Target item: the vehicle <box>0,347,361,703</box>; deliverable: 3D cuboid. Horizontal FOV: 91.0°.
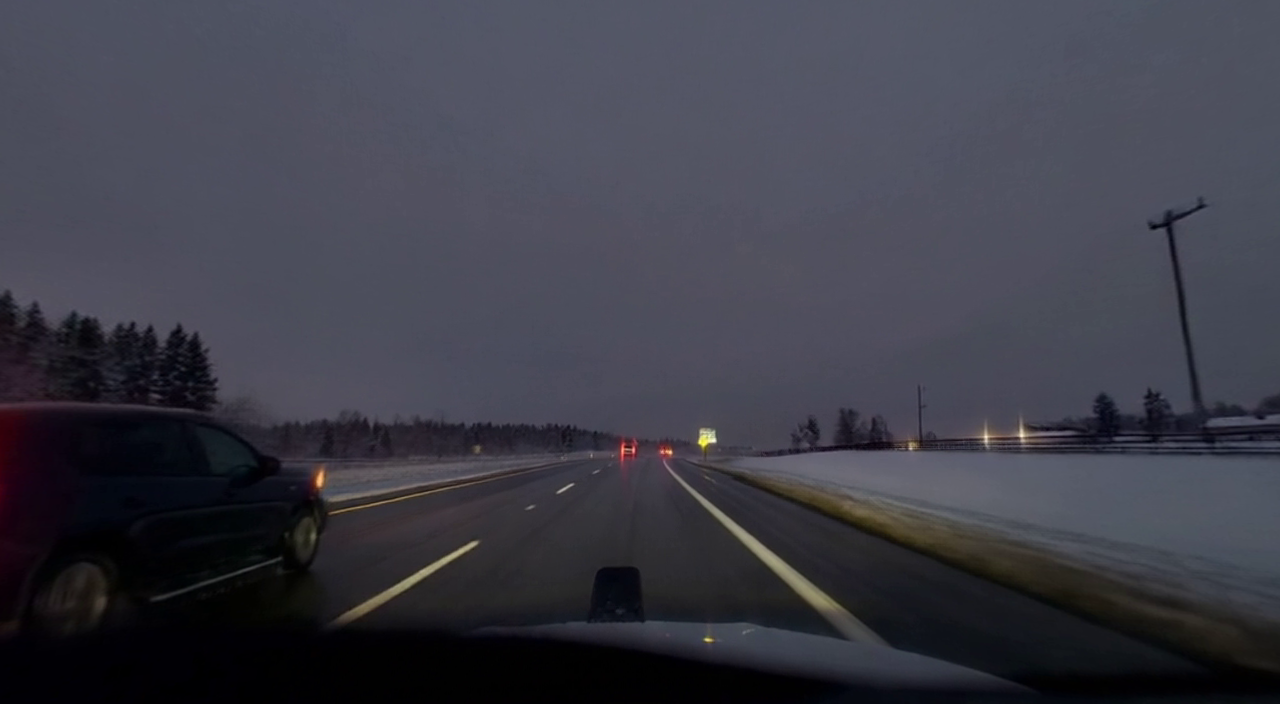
[{"bbox_3d":[-4.165,1.082,4.406,2.193,1.771,4.757,0,-9,1],"label":"vehicle"}]
